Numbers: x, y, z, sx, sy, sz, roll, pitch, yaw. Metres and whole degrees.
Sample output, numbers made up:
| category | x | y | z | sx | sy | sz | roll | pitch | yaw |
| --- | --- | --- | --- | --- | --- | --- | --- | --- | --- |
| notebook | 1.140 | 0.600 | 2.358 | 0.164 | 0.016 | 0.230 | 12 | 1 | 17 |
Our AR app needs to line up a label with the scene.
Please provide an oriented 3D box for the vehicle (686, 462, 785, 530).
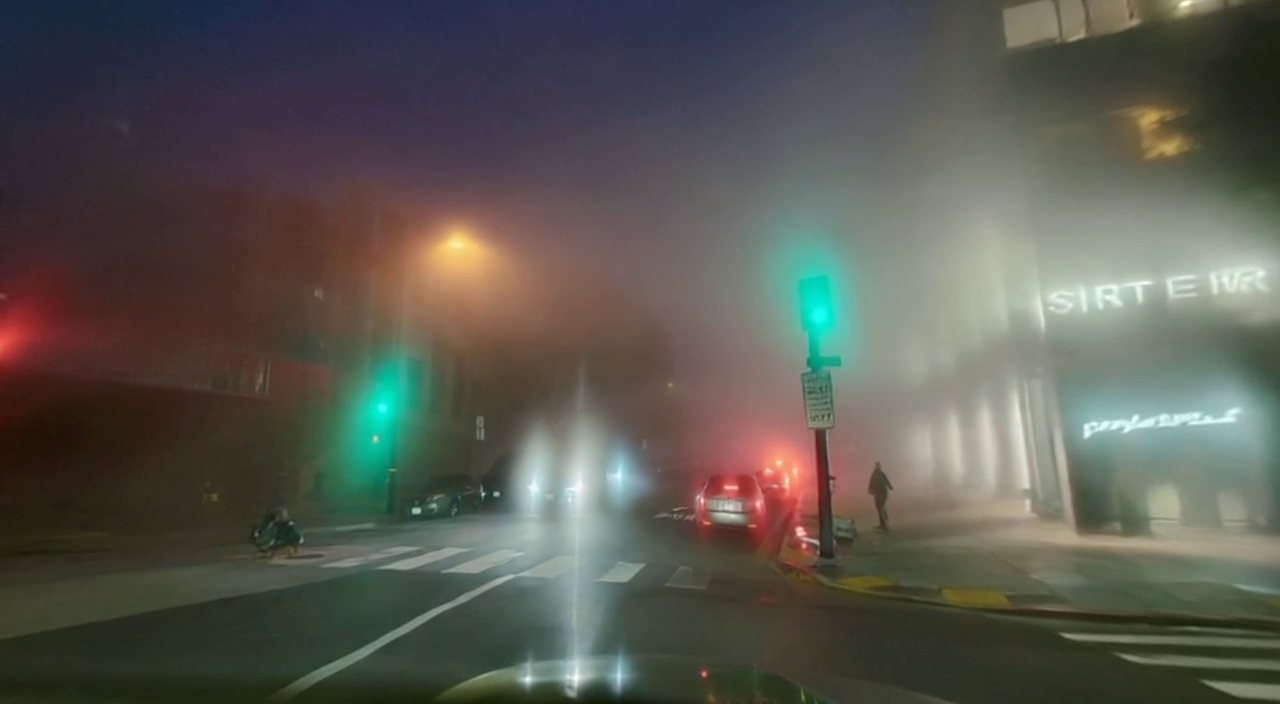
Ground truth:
| category | x | y | z | sx | sy | sz | roll | pitch | yaw |
| --- | --- | --- | --- | --- | --- | --- | --- | --- | --- |
| vehicle | 2.693 | 3.750 | 16.975 | 1.892 | 1.481 | 4.365 | -4 | -10 | 18 |

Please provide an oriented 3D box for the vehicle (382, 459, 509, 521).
| category | x | y | z | sx | sy | sz | roll | pitch | yaw |
| --- | --- | --- | --- | --- | --- | --- | --- | --- | --- |
| vehicle | -6.408 | 4.575 | 21.344 | 1.933 | 1.461 | 4.393 | -8 | -8 | 15 |

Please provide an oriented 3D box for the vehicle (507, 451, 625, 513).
| category | x | y | z | sx | sy | sz | roll | pitch | yaw |
| --- | --- | --- | --- | --- | --- | --- | --- | --- | --- |
| vehicle | -2.205 | 4.128 | 20.522 | 2.181 | 1.723 | 4.692 | -3 | -10 | 15 |
